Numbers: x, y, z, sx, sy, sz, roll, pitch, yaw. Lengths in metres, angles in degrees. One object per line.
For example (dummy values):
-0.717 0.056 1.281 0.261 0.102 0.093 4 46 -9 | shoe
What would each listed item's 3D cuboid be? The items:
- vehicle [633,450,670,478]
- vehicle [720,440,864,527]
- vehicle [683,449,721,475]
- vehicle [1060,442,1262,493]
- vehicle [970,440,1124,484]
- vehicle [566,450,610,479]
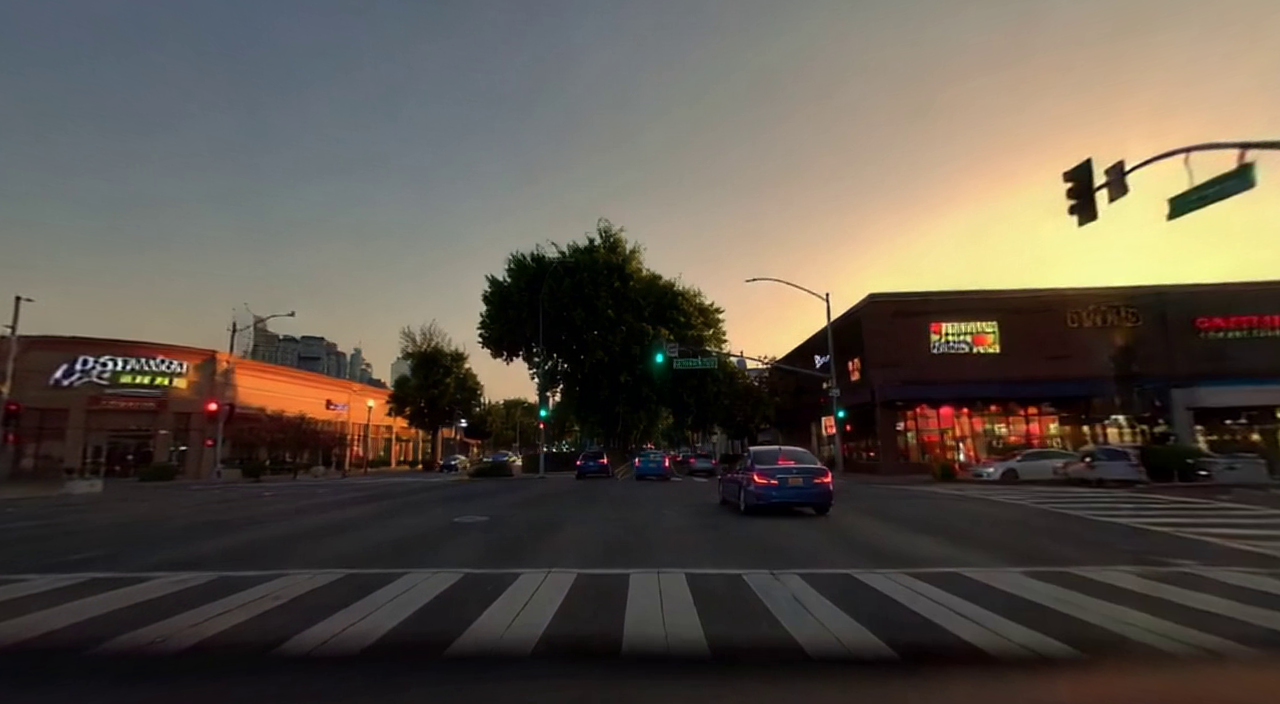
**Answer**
0.612 6.524 36.997 2.070 1.460 4.118 0 -8 0 | vehicle
2.938 2.623 13.199 1.946 1.513 4.133 0 -8 0 | vehicle
3.919 7.034 40.481 1.931 1.552 4.125 0 -8 0 | vehicle
15.652 3.456 19.098 4.481 1.427 1.830 0 -8 -1 | vehicle
16.422 4.434 25.641 4.637 1.654 2.277 0 -8 -1 | vehicle
-2.790 6.142 34.689 2.040 1.471 4.211 0 -8 1 | vehicle
